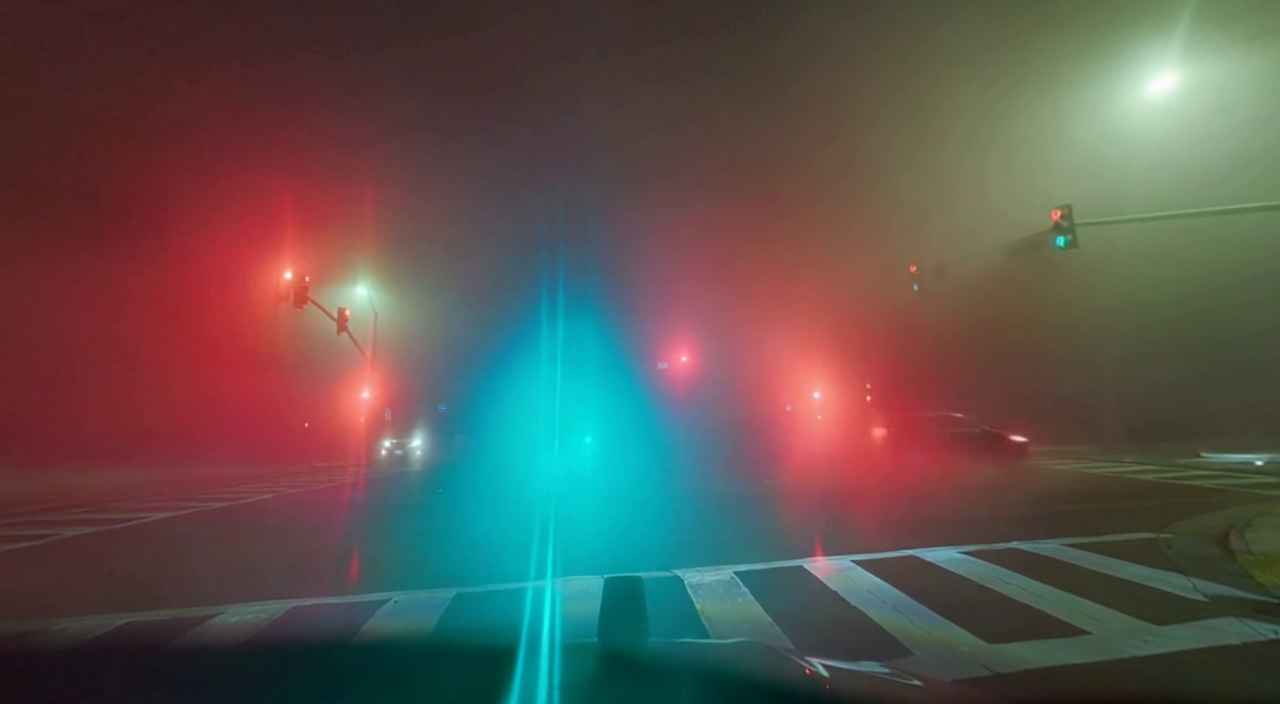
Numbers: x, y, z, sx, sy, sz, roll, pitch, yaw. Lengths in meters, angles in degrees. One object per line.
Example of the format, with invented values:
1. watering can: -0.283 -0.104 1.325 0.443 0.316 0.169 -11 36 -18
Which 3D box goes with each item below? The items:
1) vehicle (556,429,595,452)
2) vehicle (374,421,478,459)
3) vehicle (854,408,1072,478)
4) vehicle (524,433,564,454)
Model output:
1. vehicle: -4.398 6.171 43.784 1.919 1.467 4.086 -1 -9 5
2. vehicle: -11.344 4.717 33.780 2.000 1.864 5.044 -6 -10 34
3. vehicle: 8.472 2.414 16.766 4.854 1.684 1.945 1 -9 -9
4. vehicle: -7.248 7.006 48.145 2.054 1.536 3.927 -1 -9 6
